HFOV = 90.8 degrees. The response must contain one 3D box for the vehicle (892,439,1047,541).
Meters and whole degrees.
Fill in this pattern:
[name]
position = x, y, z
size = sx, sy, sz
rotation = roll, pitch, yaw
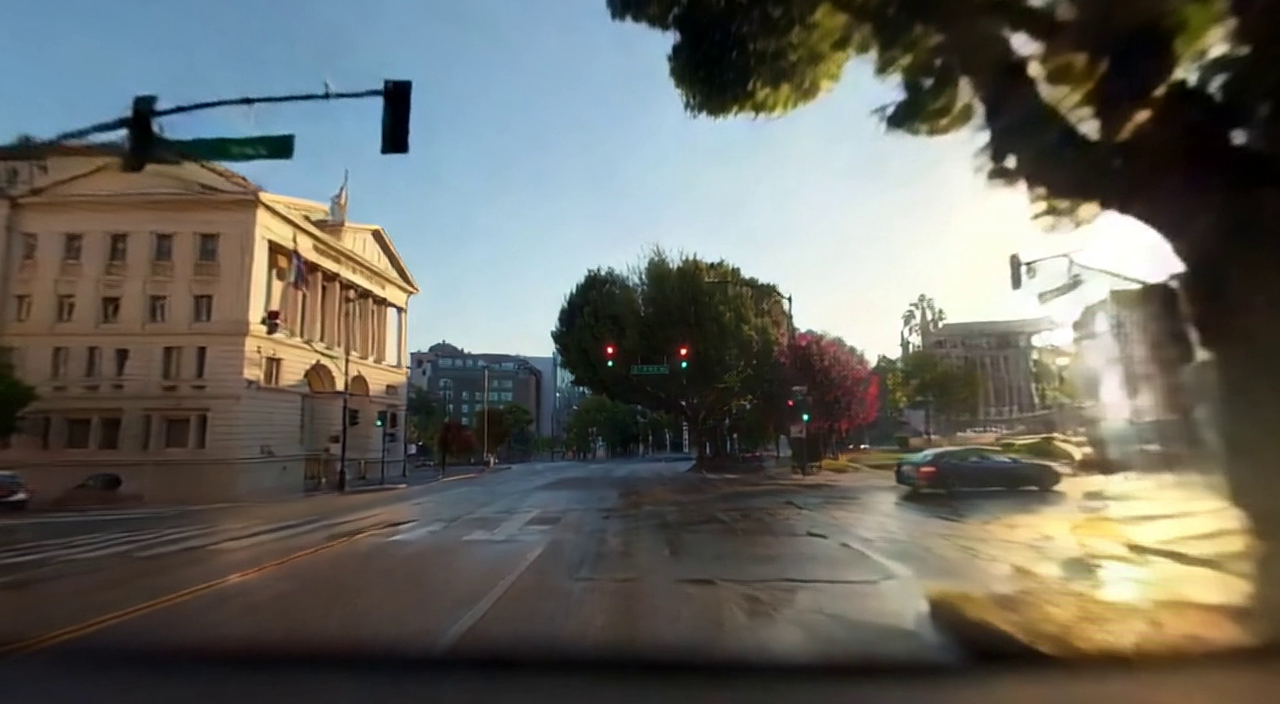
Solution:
[vehicle]
position = 5.942, 2.425, 11.939
size = 2.085, 1.530, 4.125
rotation = -3, -9, 21
